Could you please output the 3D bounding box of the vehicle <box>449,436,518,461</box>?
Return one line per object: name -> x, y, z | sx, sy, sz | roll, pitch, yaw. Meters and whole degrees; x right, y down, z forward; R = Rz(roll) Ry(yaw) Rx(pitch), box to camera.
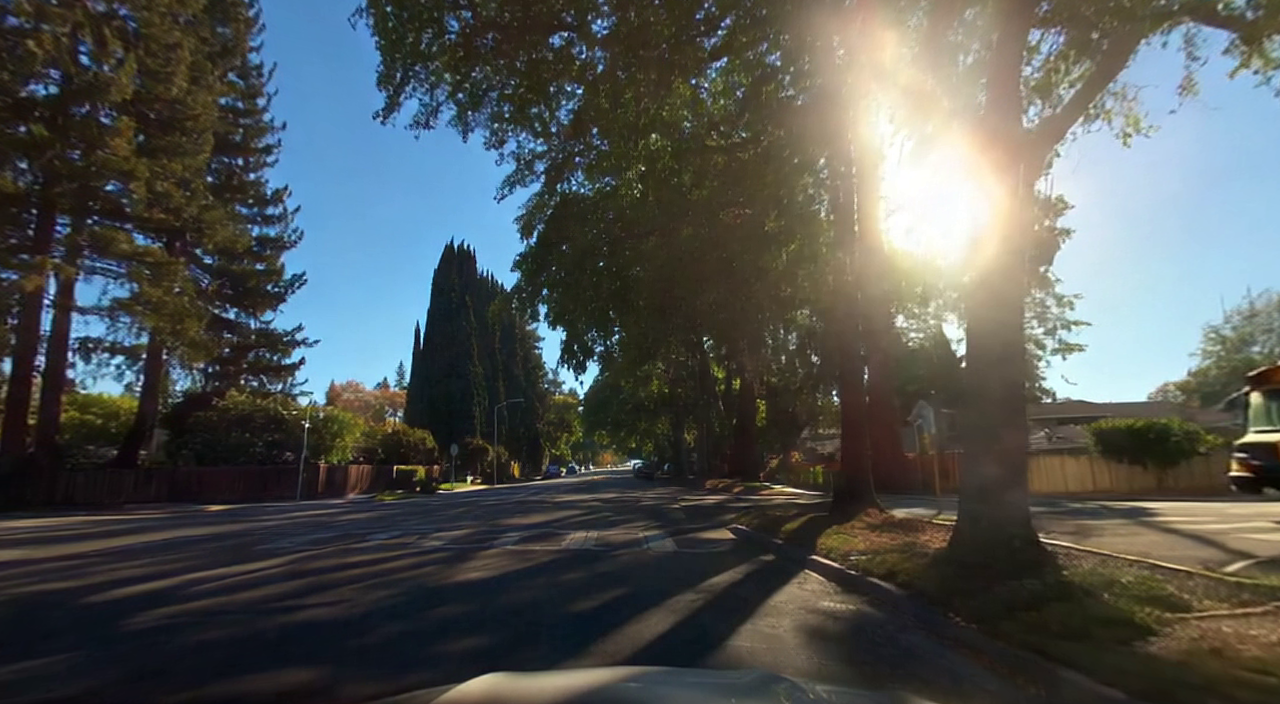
vehicle -> -11.686, 7.212, 47.245 | 4.622, 1.782, 1.836 | 0, -8, 0
